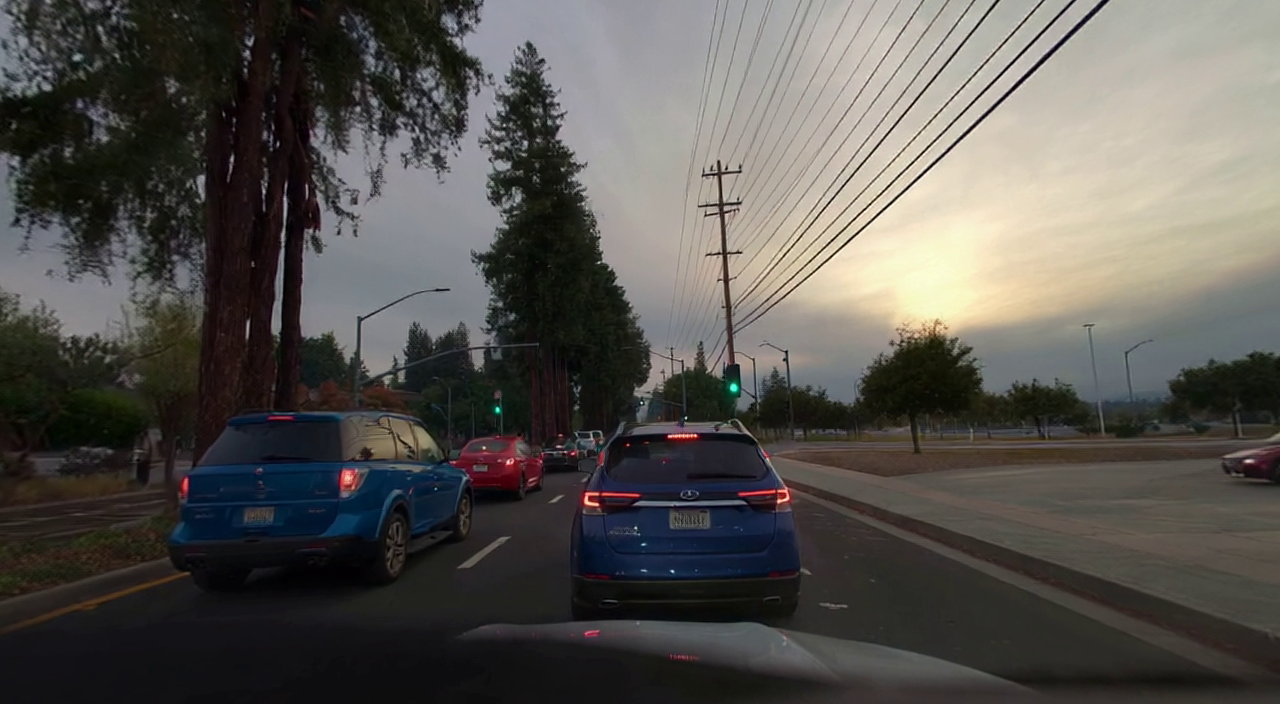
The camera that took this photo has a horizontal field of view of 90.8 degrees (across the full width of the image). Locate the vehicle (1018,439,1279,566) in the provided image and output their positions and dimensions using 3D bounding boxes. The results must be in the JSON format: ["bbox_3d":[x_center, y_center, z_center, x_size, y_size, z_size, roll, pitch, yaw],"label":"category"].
[{"bbox_3d":[8.389,2.155,9.938,1.993,1.508,4.521,0,-9,-1],"label":"vehicle"}]

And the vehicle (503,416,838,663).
[{"bbox_3d":[0.121,1.446,5.957,2.056,1.487,4.003,0,-9,-2],"label":"vehicle"}]

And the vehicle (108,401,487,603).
[{"bbox_3d":[-3.467,1.609,7.645,2.105,1.706,4.337,0,-9,0],"label":"vehicle"}]
